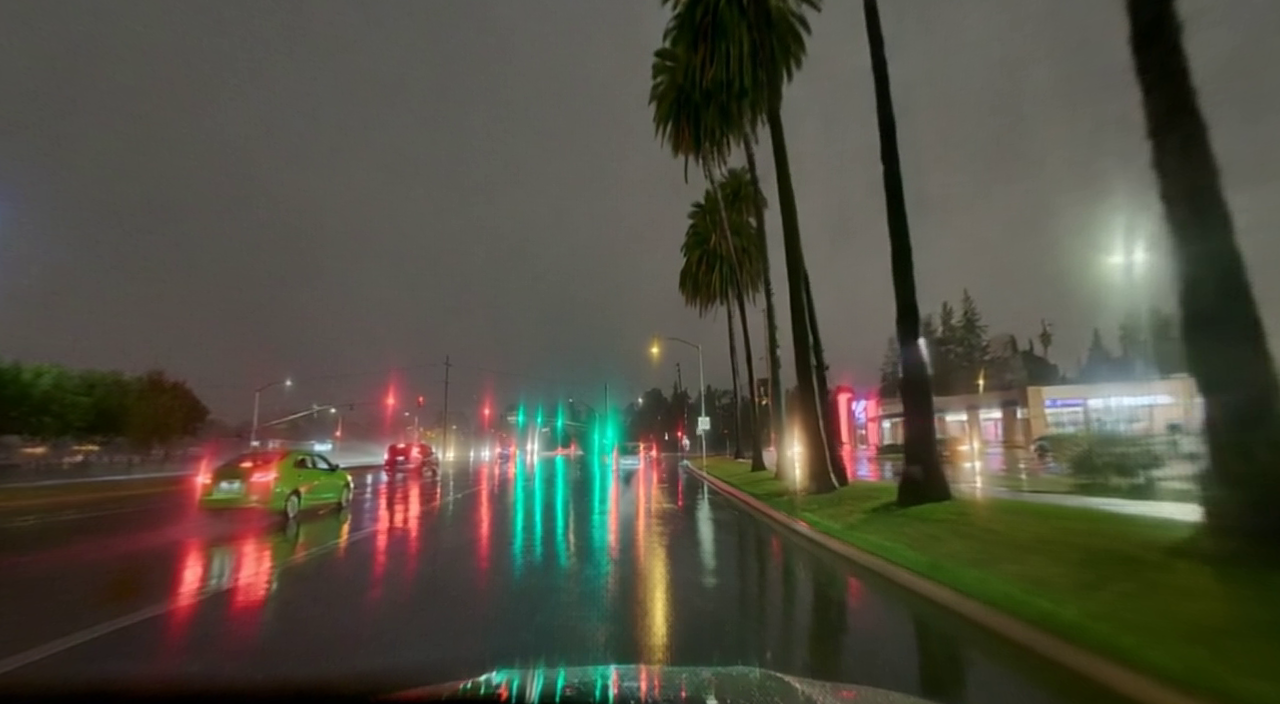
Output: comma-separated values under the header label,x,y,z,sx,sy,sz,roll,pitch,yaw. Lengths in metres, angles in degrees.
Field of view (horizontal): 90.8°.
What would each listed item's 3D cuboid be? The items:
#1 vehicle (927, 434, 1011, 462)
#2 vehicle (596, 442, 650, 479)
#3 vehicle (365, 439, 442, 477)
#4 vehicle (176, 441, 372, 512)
label,x,y,z,sx,sy,sz,roll,pitch,yaw
vehicle,18.803,5.575,36.377,1.882,1.463,4.550,2,-10,-8
vehicle,-0.655,4.786,28.153,2.070,1.493,4.570,0,-9,3
vehicle,-11.337,5.113,30.715,2.108,1.669,5.076,1,-9,-5
vehicle,-8.499,2.906,15.293,1.958,1.455,4.504,0,-9,1
